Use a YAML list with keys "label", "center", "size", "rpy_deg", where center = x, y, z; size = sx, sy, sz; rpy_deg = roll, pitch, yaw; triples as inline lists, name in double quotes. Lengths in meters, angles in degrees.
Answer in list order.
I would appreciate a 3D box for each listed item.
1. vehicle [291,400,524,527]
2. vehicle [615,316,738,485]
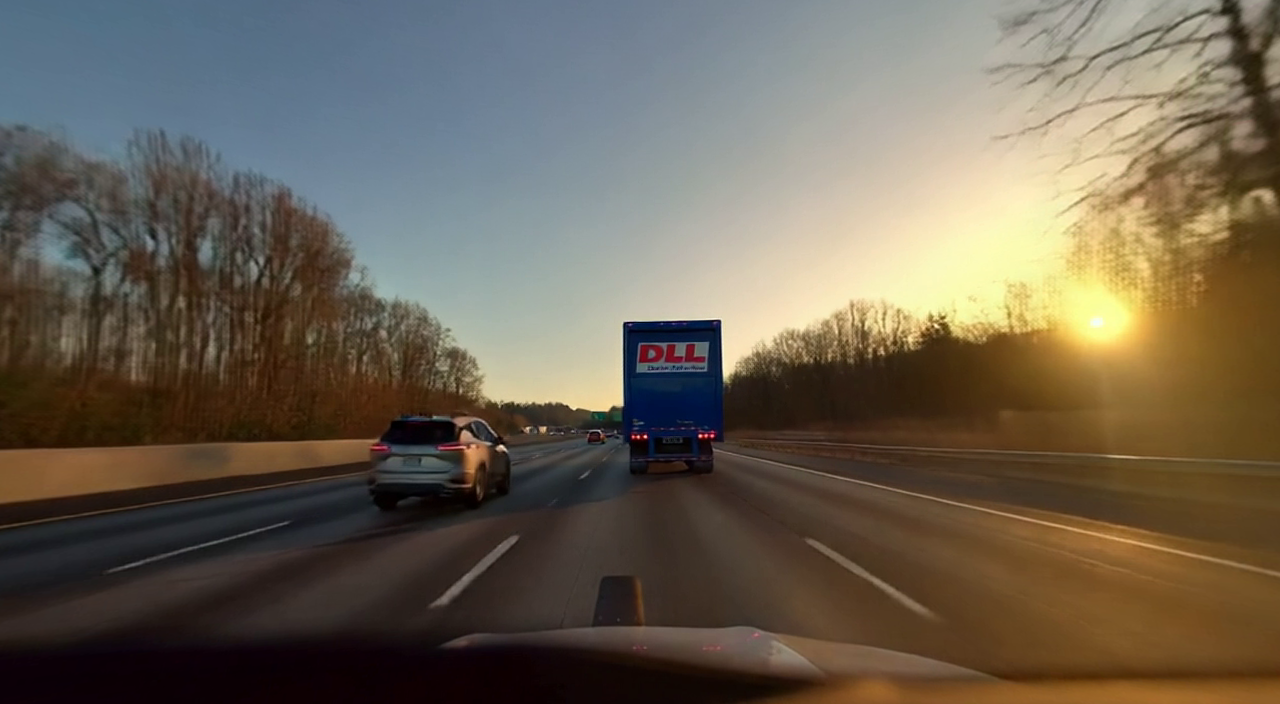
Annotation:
- label: "vehicle"
  center: [-3.795, 1.937, 11.609]
  size: [2.394, 1.787, 5.186]
  rpy_deg: [0, -8, -1]
- label: "vehicle"
  center: [0.714, 1.785, 20.187]
  size: [3.011, 4.211, 8.926]
  rpy_deg: [0, -8, -3]
